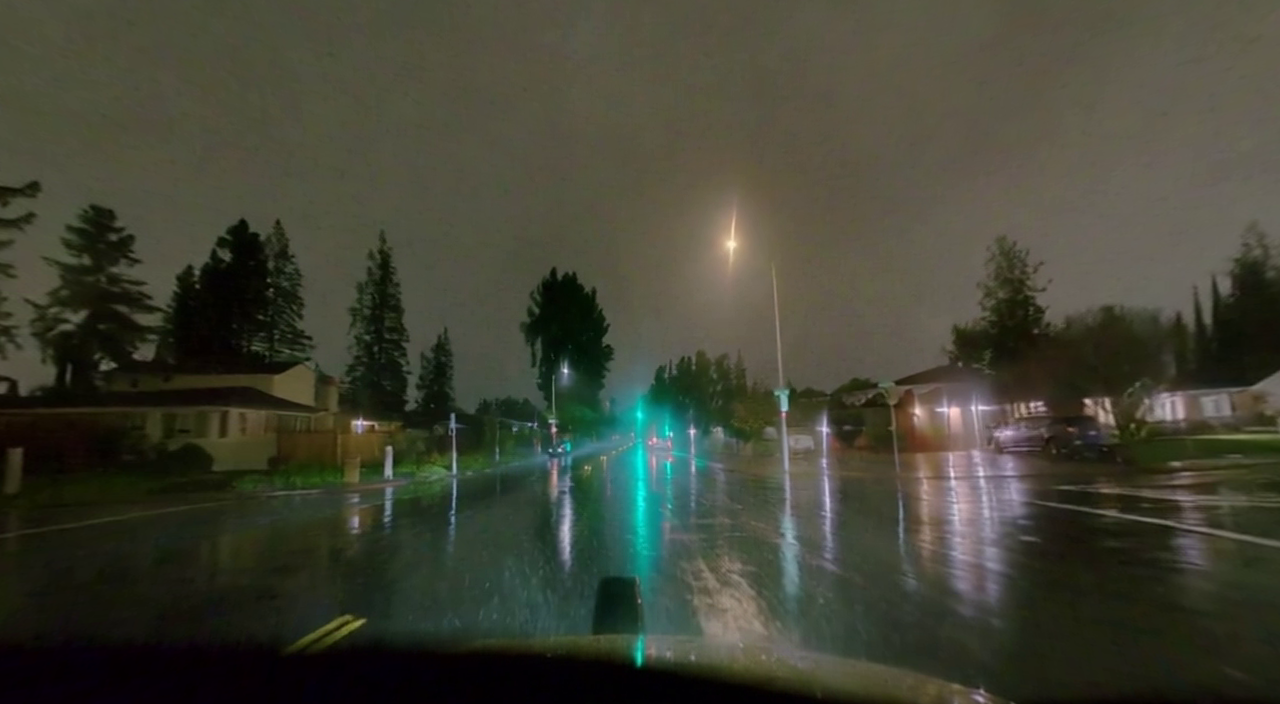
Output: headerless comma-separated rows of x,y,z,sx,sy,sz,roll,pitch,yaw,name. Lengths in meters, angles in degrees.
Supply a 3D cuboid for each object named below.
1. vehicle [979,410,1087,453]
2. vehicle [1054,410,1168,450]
16.356,3.392,26.535,1.829,1.667,4.437,-1,-8,3,vehicle
19.119,3.248,25.818,1.803,1.504,4.324,-1,-8,8,vehicle
